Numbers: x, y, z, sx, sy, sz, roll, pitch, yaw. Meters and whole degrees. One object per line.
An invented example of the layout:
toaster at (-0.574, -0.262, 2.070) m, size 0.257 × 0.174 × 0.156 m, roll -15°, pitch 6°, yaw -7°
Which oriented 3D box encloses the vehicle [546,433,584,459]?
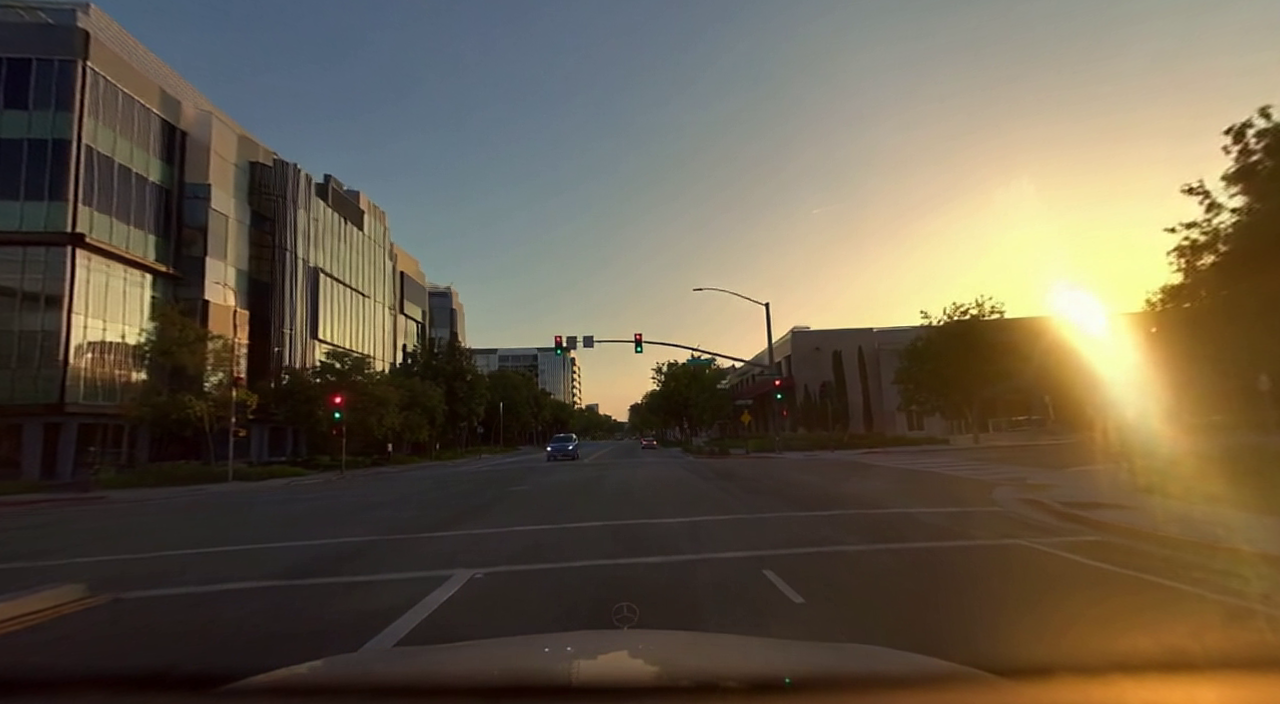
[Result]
vehicle at (-5.035, 6.377, 42.766) m, size 1.988 × 1.666 × 4.074 m, roll 0°, pitch -9°, yaw 1°
